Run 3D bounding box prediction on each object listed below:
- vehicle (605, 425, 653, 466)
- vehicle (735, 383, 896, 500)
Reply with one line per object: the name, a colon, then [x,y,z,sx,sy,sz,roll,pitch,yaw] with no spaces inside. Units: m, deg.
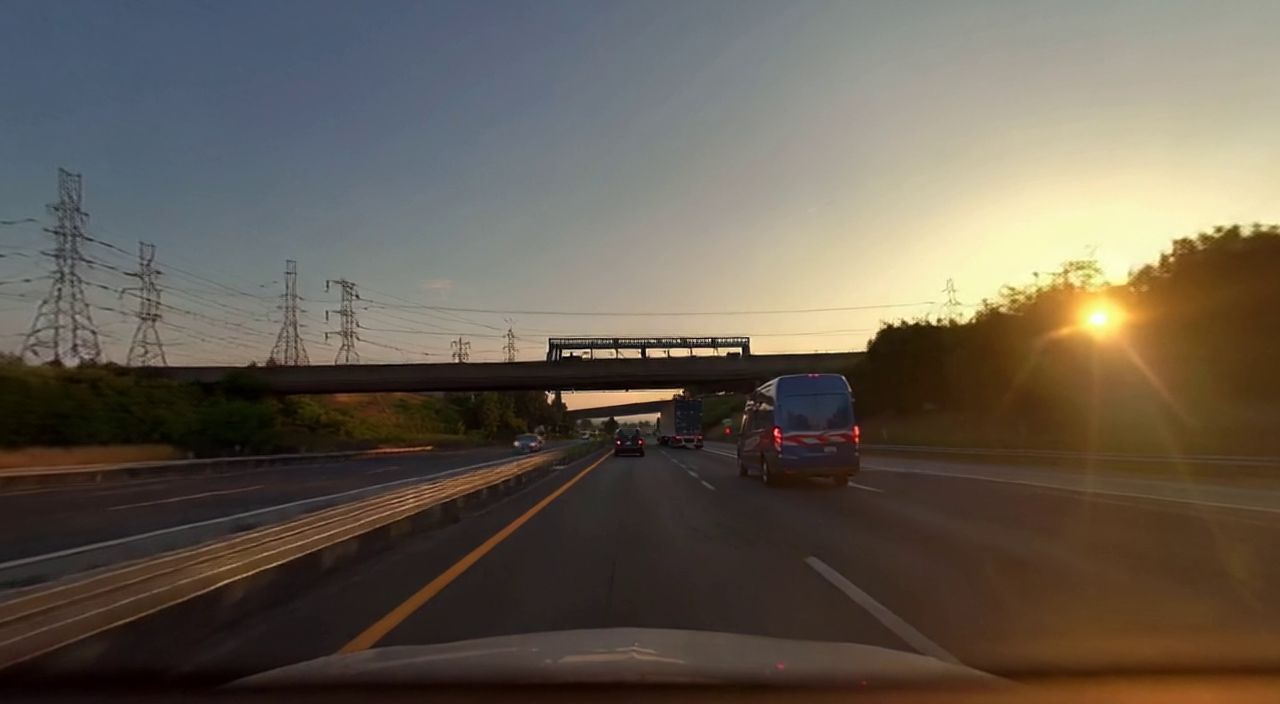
vehicle: [-0.519,4.350,29.543,2.073,1.750,4.116,0,-8,-1]
vehicle: [4.193,2.290,16.309,2.387,2.506,5.374,0,-8,-3]
